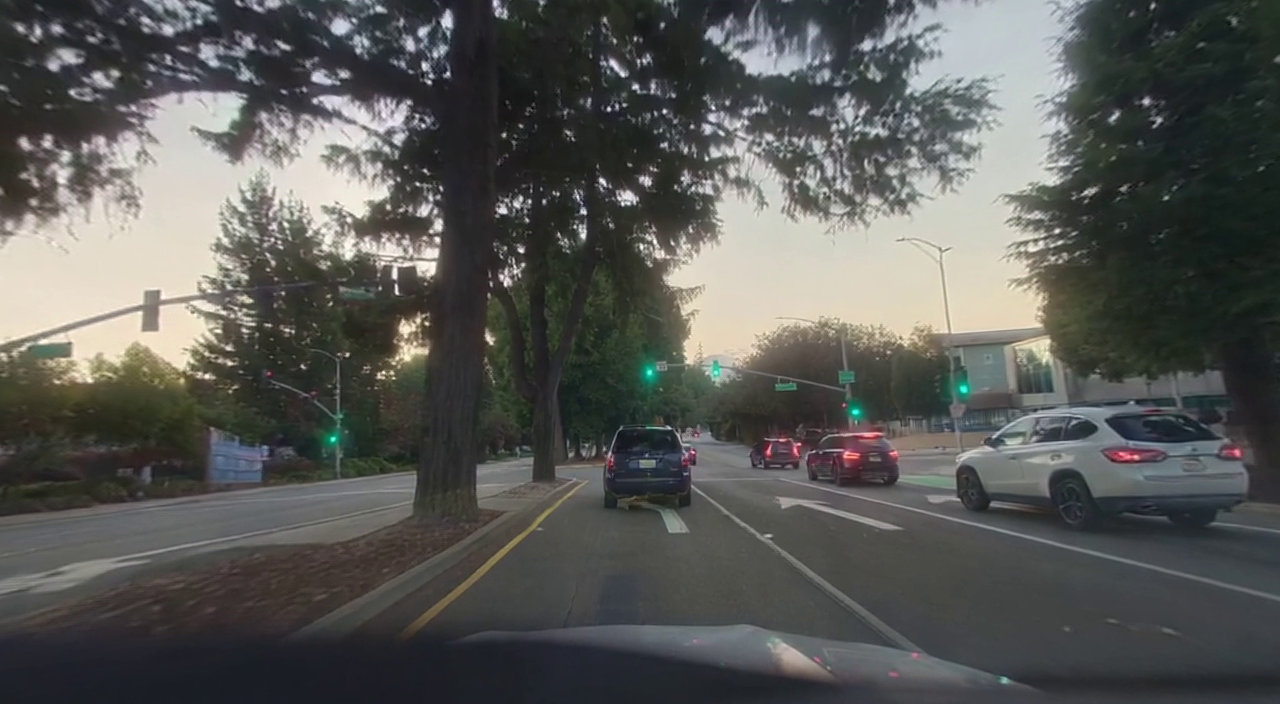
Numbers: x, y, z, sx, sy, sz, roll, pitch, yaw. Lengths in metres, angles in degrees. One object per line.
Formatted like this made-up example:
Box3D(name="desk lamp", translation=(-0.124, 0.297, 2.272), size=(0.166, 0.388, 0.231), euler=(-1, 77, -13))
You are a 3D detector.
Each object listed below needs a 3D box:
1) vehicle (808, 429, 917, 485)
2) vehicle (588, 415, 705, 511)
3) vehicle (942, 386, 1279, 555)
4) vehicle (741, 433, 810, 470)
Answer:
Box3D(name="vehicle", translation=(7.197, 3.444, 20.965), size=(2.025, 1.642, 4.189), euler=(0, -9, 0))
Box3D(name="vehicle", translation=(0.088, 2.545, 14.839), size=(2.353, 1.894, 4.122), euler=(0, -9, -1))
Box3D(name="vehicle", translation=(7.124, 1.712, 9.757), size=(2.251, 1.873, 5.346), euler=(0, -9, 0))
Box3D(name="vehicle", translation=(7.011, 5.232, 33.270), size=(2.440, 1.775, 4.791), euler=(0, -9, -2))
